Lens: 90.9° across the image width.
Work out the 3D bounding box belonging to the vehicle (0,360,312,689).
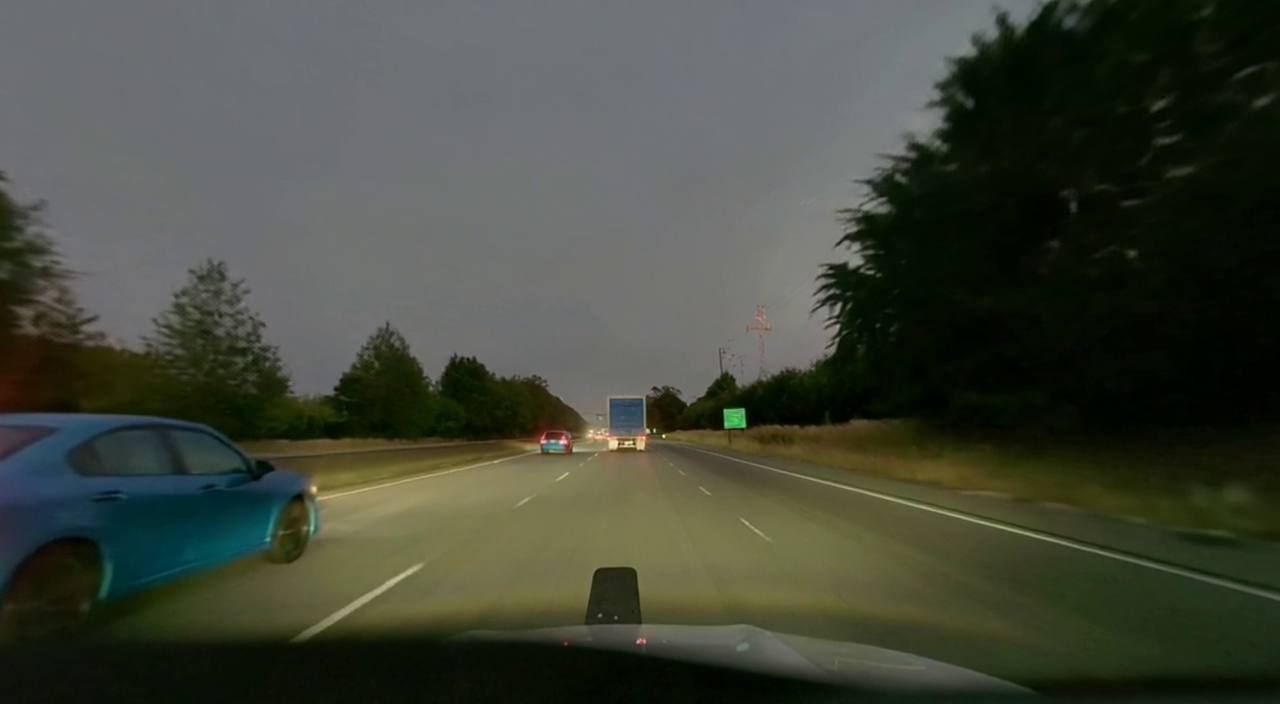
[{"bbox_3d":[-4.246,0.952,3.837,2.117,1.618,4.480,0,-8,-1],"label":"vehicle"}]

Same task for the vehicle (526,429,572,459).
[{"bbox_3d":[-4.852,4.964,34.192,1.934,1.549,4.194,0,-8,-1],"label":"vehicle"}]

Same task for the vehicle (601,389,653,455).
[{"bbox_3d":[-0.856,4.695,41.484,2.955,3.851,9.915,0,-8,-1],"label":"vehicle"}]
